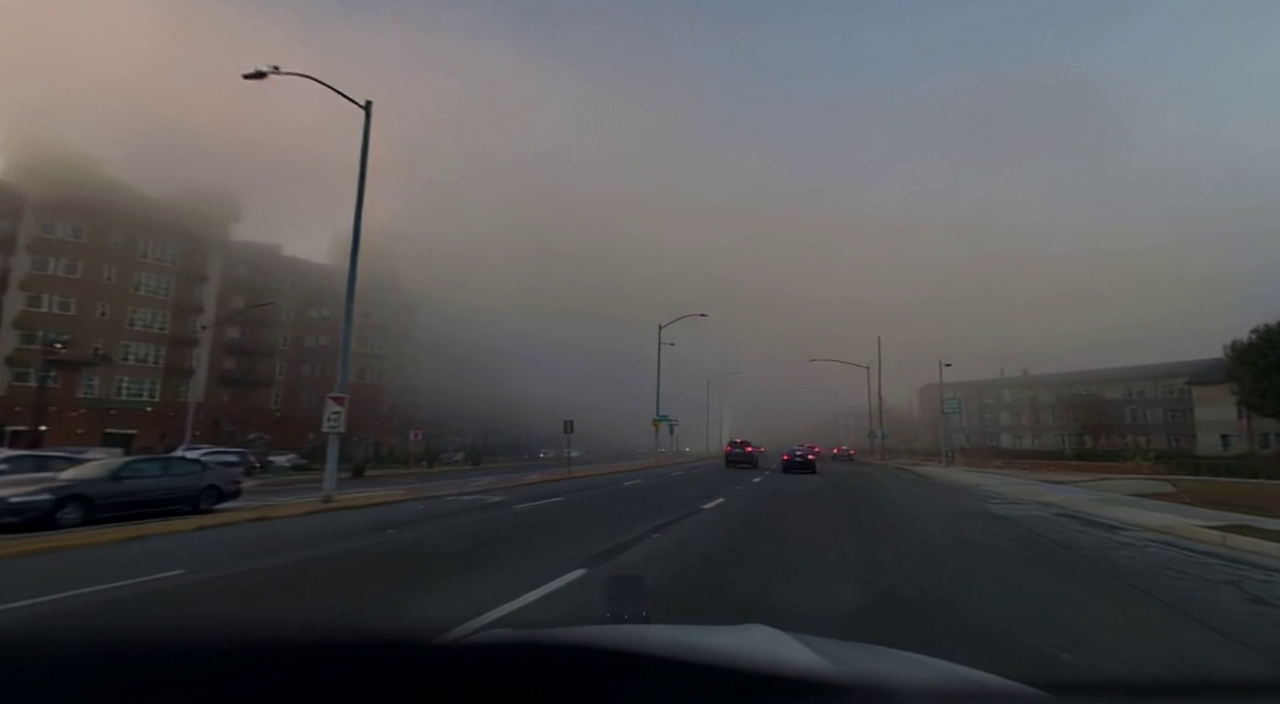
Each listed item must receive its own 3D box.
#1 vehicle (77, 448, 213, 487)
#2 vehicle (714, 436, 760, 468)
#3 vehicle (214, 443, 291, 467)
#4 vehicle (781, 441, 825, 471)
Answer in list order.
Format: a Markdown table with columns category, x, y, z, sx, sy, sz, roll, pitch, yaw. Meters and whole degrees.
| category | x | y | z | sx | sy | sz | roll | pitch | yaw |
| --- | --- | --- | --- | --- | --- | --- | --- | --- | --- |
| vehicle | -22.519 | 5.213 | 28.947 | 1.875 | 1.600 | 4.604 | -2 | -9 | 15 |
| vehicle | 5.599 | 5.690 | 35.978 | 2.031 | 1.692 | 4.284 | -2 | -9 | 16 |
| vehicle | -26.118 | 6.898 | 42.511 | 4.431 | 1.510 | 1.947 | -3 | -9 | 20 |
| vehicle | 8.610 | 5.473 | 33.328 | 2.041 | 1.444 | 4.710 | -2 | -9 | 14 |
